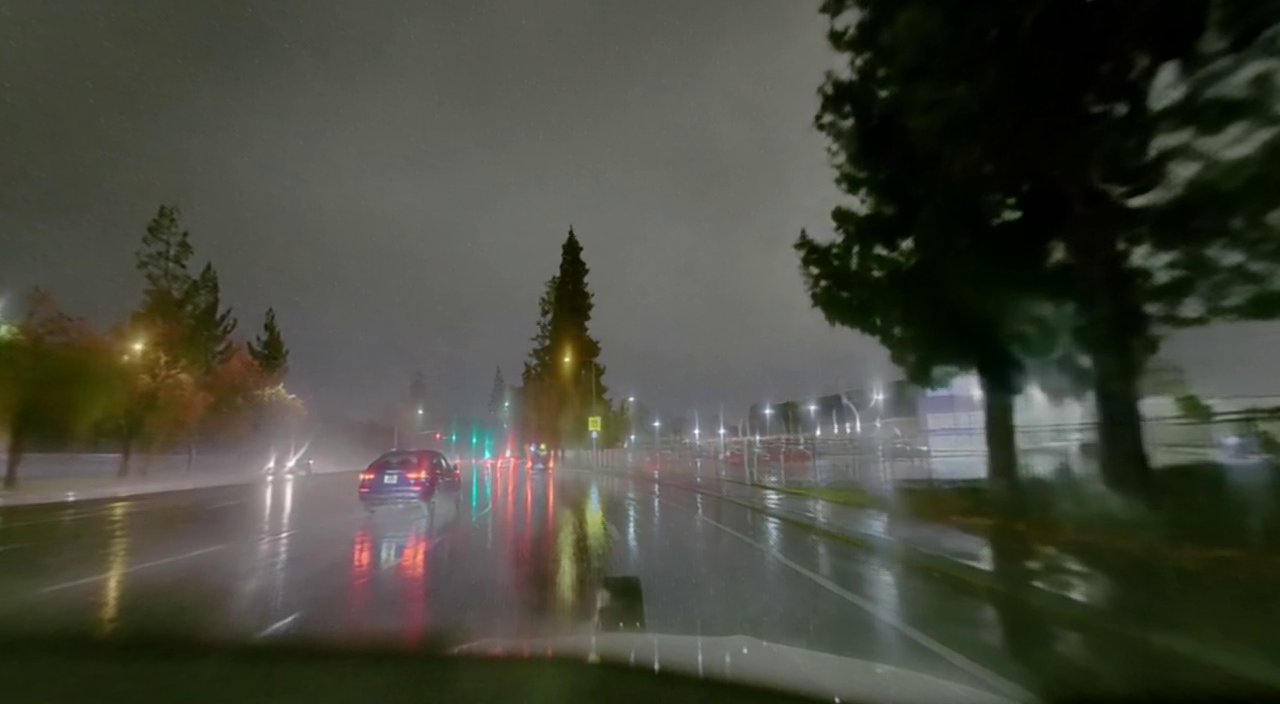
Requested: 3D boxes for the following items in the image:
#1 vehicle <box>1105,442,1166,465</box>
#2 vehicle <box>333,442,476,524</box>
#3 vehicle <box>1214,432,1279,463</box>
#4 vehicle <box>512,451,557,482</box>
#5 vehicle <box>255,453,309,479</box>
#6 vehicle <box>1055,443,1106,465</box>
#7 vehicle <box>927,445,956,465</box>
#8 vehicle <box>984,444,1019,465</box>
[{"bbox_3d":[33.469,6.846,42.810,2.095,1.470,4.336,-4,-9,23],"label":"vehicle"},{"bbox_3d":[-5.505,3.079,15.508,2.105,1.676,4.541,1,-9,-5],"label":"vehicle"},{"bbox_3d":[38.644,6.016,39.895,2.141,1.842,5.582,-5,-10,29],"label":"vehicle"},{"bbox_3d":[-5.437,5.871,32.713,2.147,1.474,4.083,1,-9,-9],"label":"vehicle"},{"bbox_3d":[-27.489,8.726,48.712,2.214,1.844,4.822,1,-9,-12],"label":"vehicle"},{"bbox_3d":[30.800,7.153,44.269,1.904,1.432,4.640,-4,-9,23],"label":"vehicle"},{"bbox_3d":[23.262,7.957,48.803,1.863,1.456,4.250,-4,-9,24],"label":"vehicle"},{"bbox_3d":[26.631,7.549,46.596,2.027,1.455,3.838,-5,-10,28],"label":"vehicle"}]
